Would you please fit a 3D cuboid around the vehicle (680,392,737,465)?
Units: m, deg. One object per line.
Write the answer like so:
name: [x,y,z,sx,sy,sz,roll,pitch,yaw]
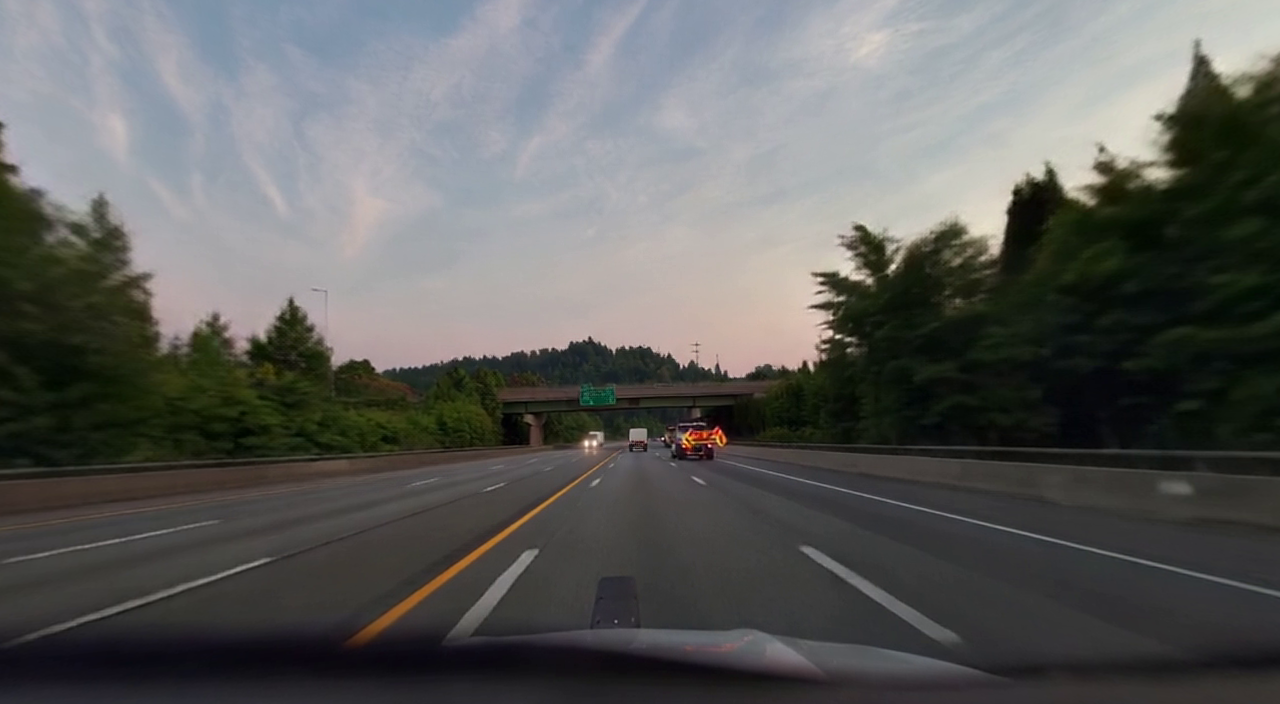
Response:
vehicle: [4.233,4.866,40.036,2.875,4.206,4.999,-2,-7,-1]
